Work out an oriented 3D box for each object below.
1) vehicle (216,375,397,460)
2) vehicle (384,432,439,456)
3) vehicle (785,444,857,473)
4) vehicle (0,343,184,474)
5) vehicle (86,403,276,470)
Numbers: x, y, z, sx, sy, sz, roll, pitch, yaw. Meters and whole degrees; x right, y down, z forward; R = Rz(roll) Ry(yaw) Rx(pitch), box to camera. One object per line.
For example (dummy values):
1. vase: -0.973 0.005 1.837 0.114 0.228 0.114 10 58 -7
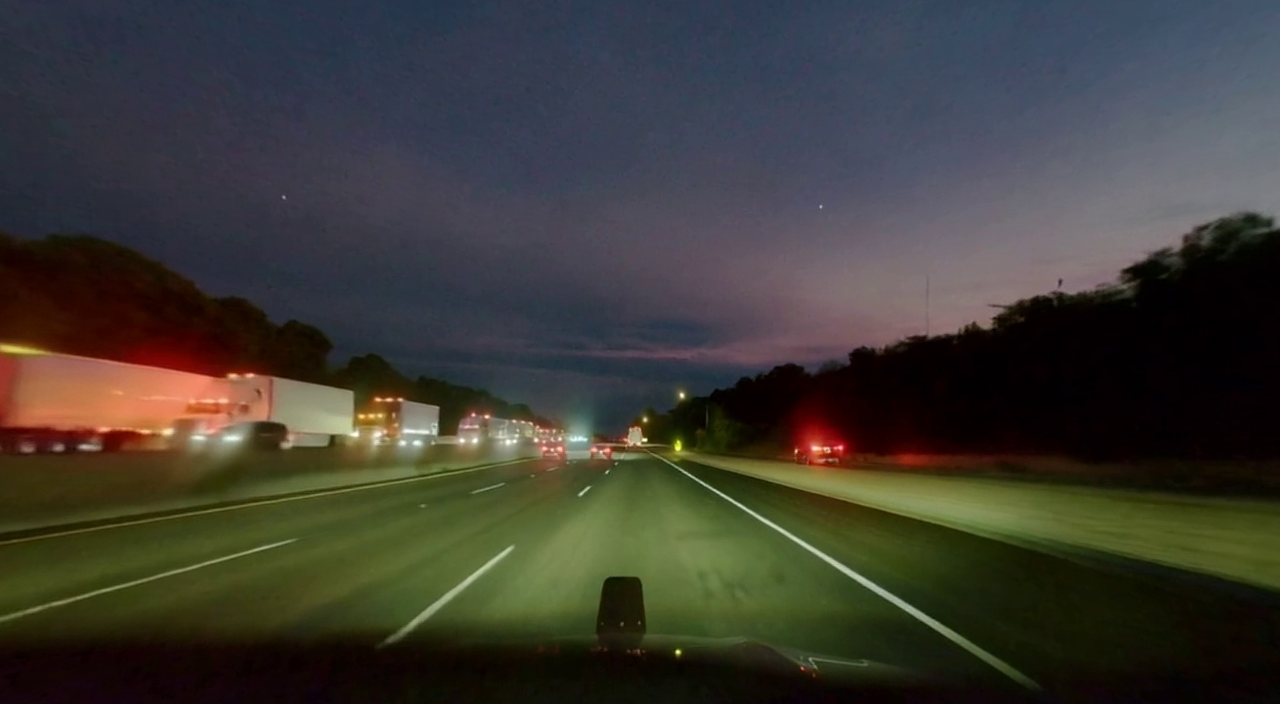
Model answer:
1. vehicle: -18.552 4.188 36.979 2.787 3.985 14.192 0 -9 0
2. vehicle: -14.455 5.882 40.177 1.915 1.479 4.154 0 -9 1
3. vehicle: 11.574 6.852 40.616 2.080 1.725 4.252 7 -11 -26
4. vehicle: -18.804 1.851 19.210 2.774 3.524 9.153 0 -9 1
5. vehicle: -14.022 2.705 19.799 2.133 1.816 5.142 0 -9 -1
